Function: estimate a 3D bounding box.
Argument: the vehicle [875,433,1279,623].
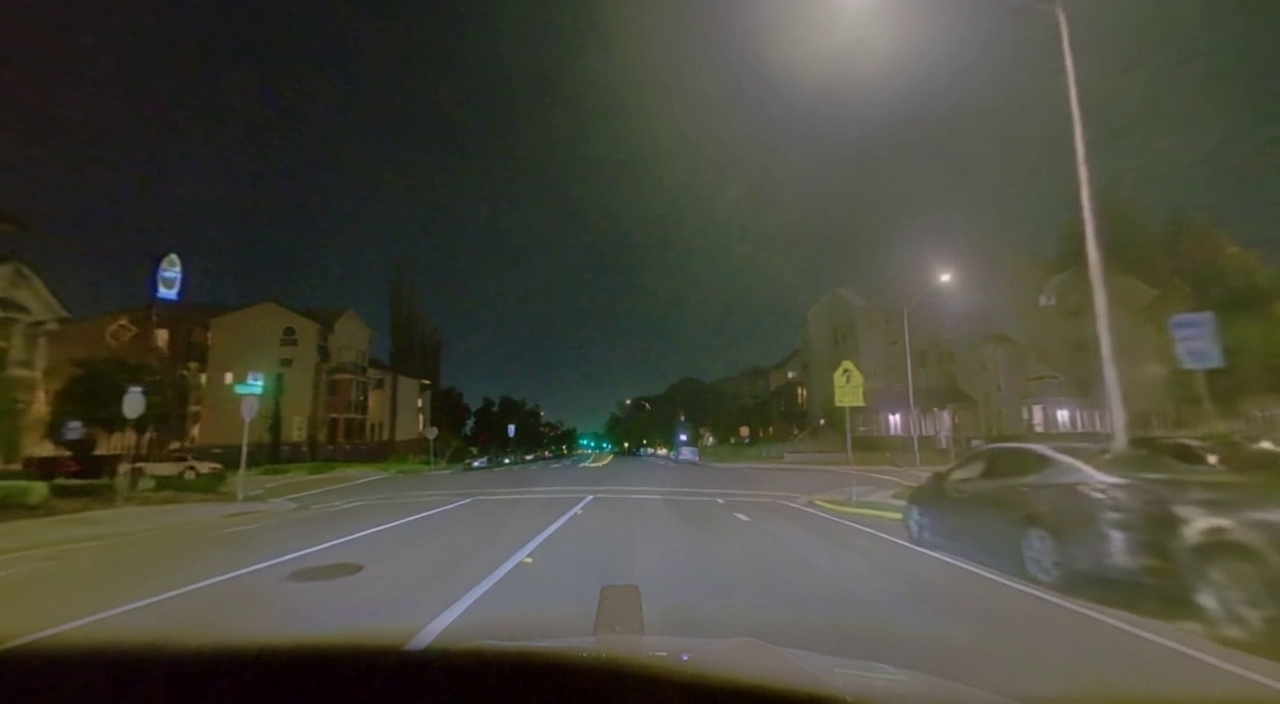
[{"bbox_3d":[4.667,1.729,7.300,2.052,1.464,4.525,0,-9,-2],"label":"vehicle"}]

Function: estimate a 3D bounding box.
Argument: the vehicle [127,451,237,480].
[{"bbox_3d":[-24.374,6.054,33.747,4.197,1.431,2.165,0,-9,0],"label":"vehicle"}]

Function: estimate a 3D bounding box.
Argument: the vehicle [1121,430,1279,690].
[{"bbox_3d":[4.728,1.030,2.523,2.196,1.472,4.426,0,-8,2],"label":"vehicle"}]

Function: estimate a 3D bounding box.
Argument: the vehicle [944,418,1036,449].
[{"bbox_3d":[23.188,5.441,41.993,4.831,2.013,2.082,0,-8,-1],"label":"vehicle"}]

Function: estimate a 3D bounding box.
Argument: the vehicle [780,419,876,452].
[{"bbox_3d":[13.717,6.222,46.304,6.244,2.050,2.209,-9,-13,37],"label":"vehicle"}]

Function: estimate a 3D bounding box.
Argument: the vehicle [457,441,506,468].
[{"bbox_3d":[-10.792,7.018,43.377,2.037,1.755,4.434,0,-8,2],"label":"vehicle"}]

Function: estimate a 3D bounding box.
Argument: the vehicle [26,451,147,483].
[{"bbox_3d":[-29.419,6.106,33.678,4.477,1.469,2.032,-1,-8,-1],"label":"vehicle"}]
